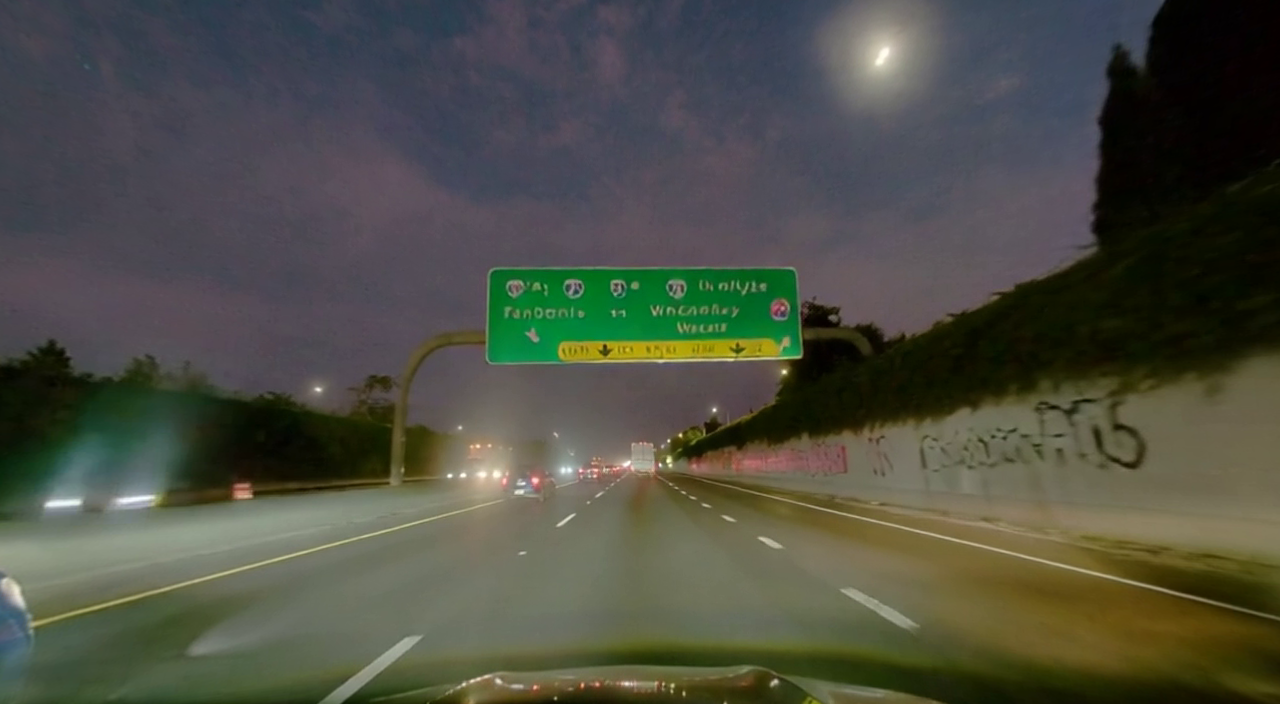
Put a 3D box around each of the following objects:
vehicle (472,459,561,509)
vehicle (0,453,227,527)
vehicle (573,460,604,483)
[{"bbox_3d":[-3.960,4.355,21.037,2.054,1.443,4.131,0,-10,1],"label":"vehicle"},{"bbox_3d":[-12.449,3.281,15.360,1.874,1.514,4.246,1,-10,-1],"label":"vehicle"},{"bbox_3d":[-3.903,9.141,48.255,2.032,1.625,4.023,0,-10,0],"label":"vehicle"}]
